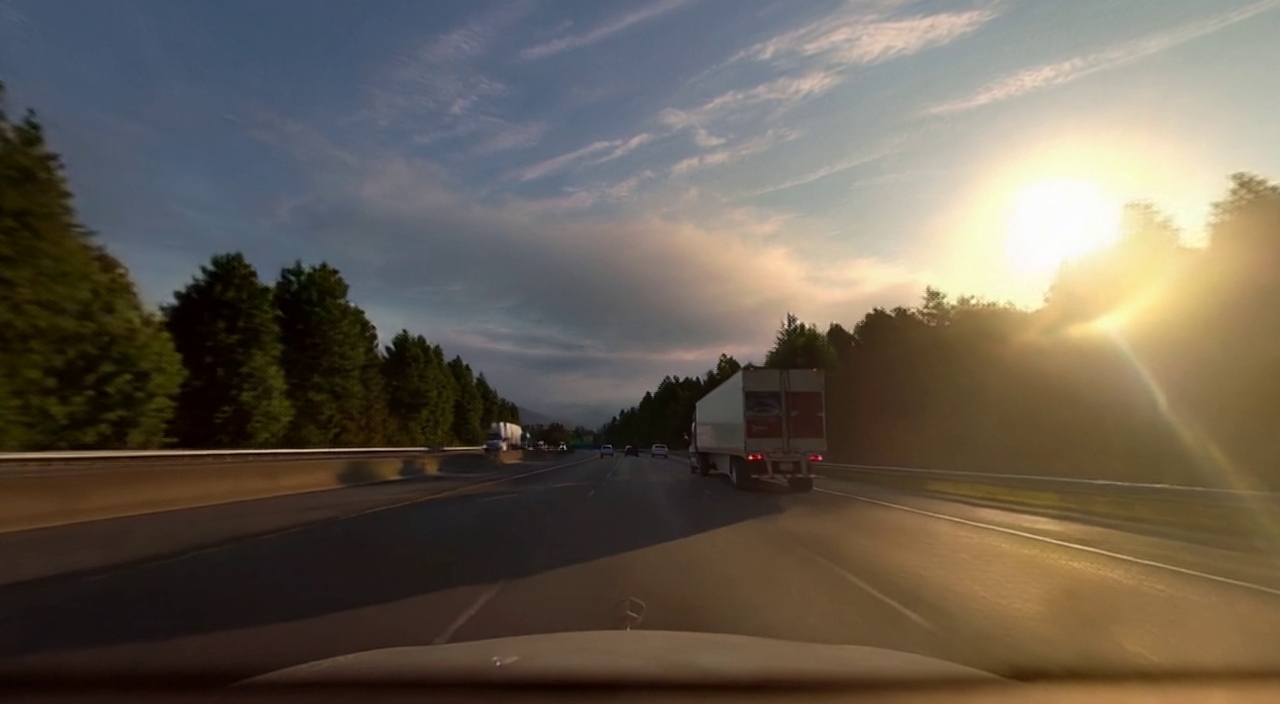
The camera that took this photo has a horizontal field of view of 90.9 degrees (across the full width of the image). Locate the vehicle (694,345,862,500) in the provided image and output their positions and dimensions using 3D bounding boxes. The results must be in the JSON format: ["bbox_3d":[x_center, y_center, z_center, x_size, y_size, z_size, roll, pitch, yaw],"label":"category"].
[{"bbox_3d":[4.149,2.842,23.067,2.950,4.033,13.276,0,-9,-1],"label":"vehicle"}]
